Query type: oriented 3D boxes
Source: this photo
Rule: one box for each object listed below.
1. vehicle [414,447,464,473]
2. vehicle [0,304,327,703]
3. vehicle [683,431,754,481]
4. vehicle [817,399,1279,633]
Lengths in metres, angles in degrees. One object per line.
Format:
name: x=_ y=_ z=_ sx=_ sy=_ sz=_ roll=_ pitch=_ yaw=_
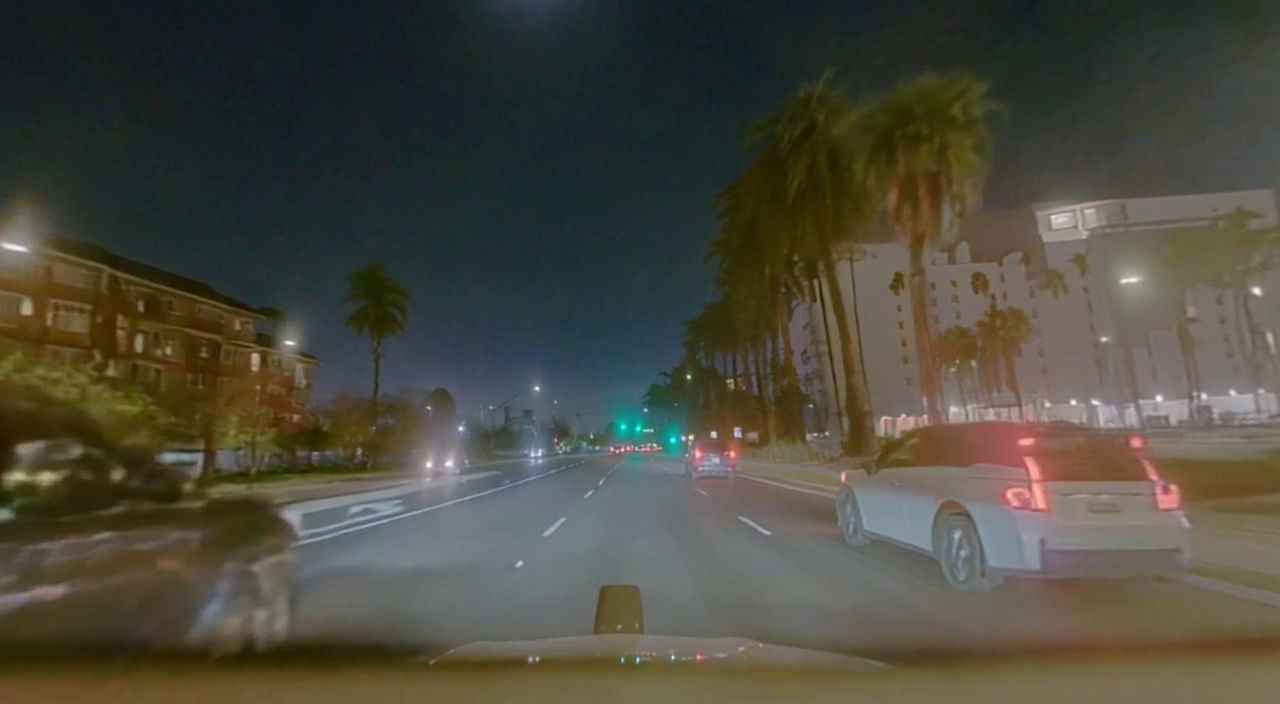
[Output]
vehicle: x=-14.934 y=8.034 z=47.092 sx=2.101 sy=1.832 sz=4.893 roll=0 pitch=-9 yaw=0
vehicle: x=-3.178 y=0.691 z=1.924 sx=2.084 sy=1.735 sz=4.528 roll=0 pitch=-9 yaw=0
vehicle: x=3.234 y=4.421 z=26.929 sx=2.244 sy=1.901 sz=4.561 roll=0 pitch=-9 yaw=-2
vehicle: x=3.594 y=1.509 z=6.725 sx=2.084 sy=1.682 sz=4.148 roll=0 pitch=-9 yaw=-2
